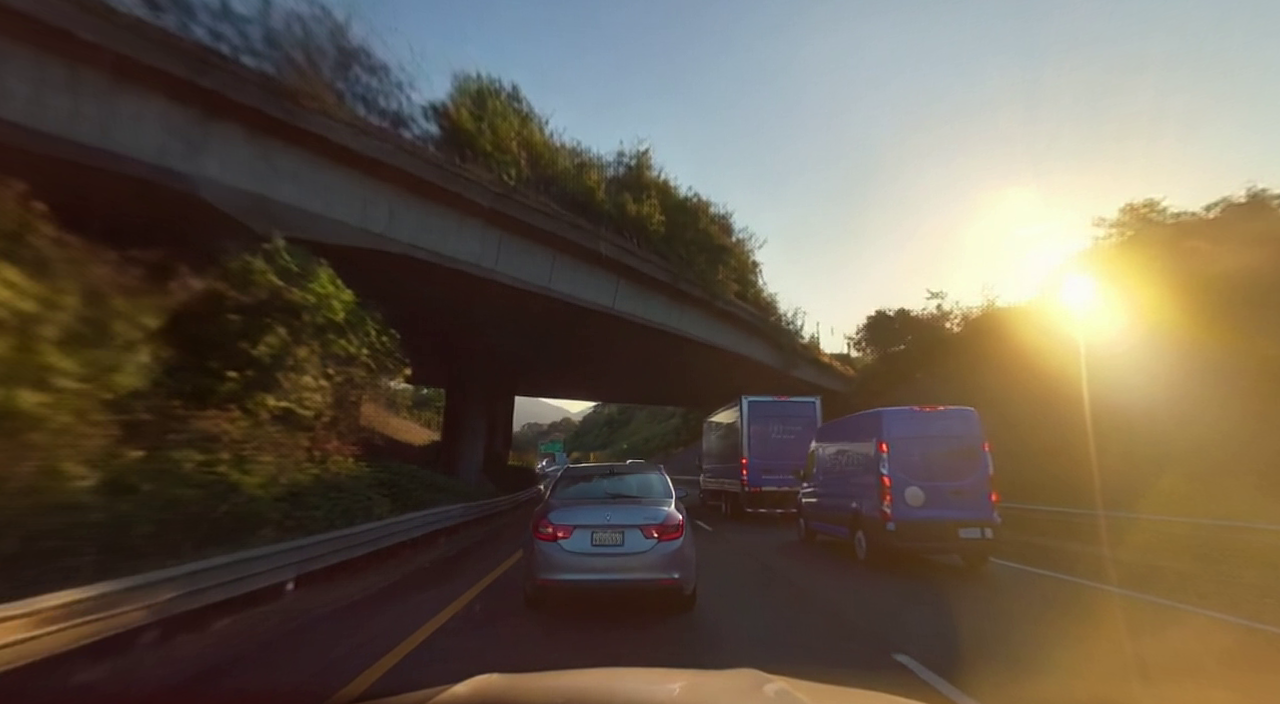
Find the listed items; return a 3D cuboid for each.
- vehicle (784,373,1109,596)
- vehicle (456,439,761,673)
[{"bbox_3d":[4.130,2.005,9.982,2.328,2.537,5.290,1,-11,-1],"label":"vehicle"},{"bbox_3d":[-0.245,1.660,5.897,1.980,1.493,3.410,1,-11,-2],"label":"vehicle"}]
